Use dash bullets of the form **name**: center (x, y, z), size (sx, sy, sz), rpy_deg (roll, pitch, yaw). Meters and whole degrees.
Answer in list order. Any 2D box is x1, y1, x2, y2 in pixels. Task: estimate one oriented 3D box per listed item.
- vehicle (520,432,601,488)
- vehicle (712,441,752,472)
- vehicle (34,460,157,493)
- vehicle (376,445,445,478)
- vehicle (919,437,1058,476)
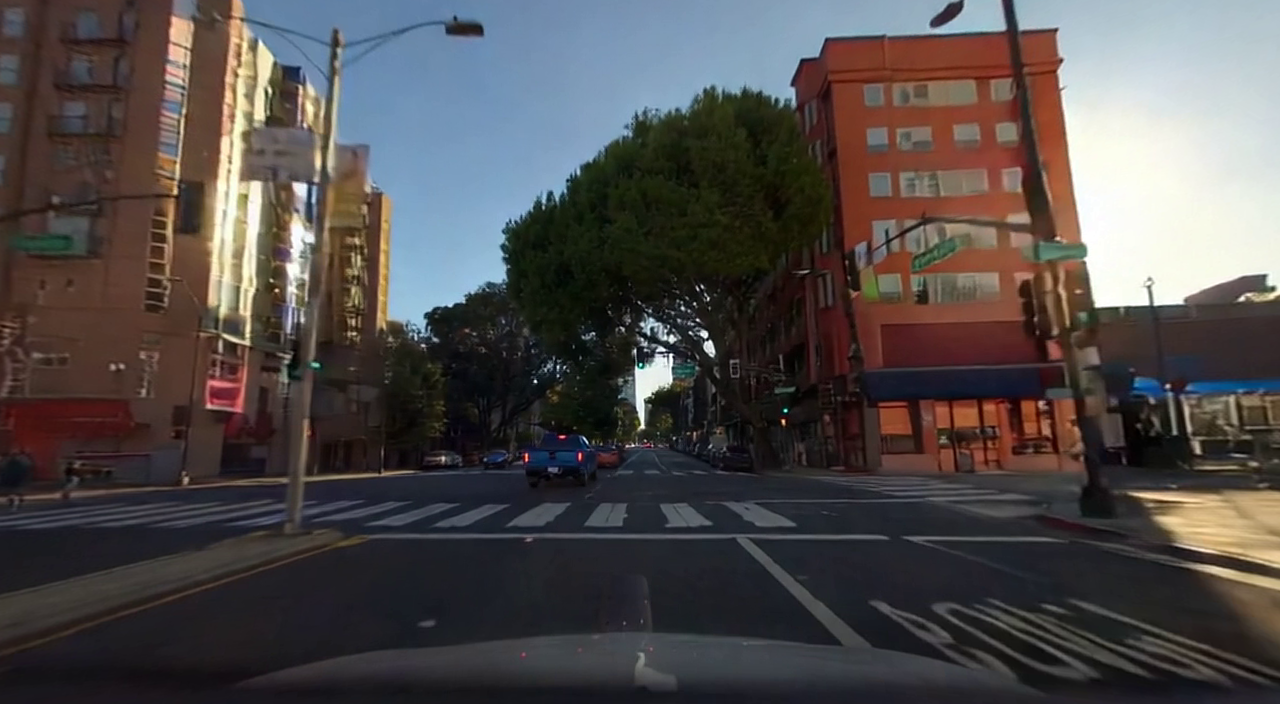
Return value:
- **vehicle**: center (-2.728, 3.900, 23.045), size (2.197, 1.786, 5.365), rpy_deg (0, -9, 1)
- **vehicle**: center (5.966, 6.839, 41.442), size (2.001, 1.861, 4.536), rpy_deg (0, -9, 1)
- **vehicle**: center (-24.469, 5.598, 28.424), size (3.897, 1.388, 1.671), rpy_deg (0, -9, -1)
- **vehicle**: center (-16.110, 7.674, 44.659), size (2.339, 1.962, 6.260), rpy_deg (-3, -8, 2)
- **vehicle**: center (13.980, 4.198, 25.497), size (4.447, 1.484, 1.928), rpy_deg (-1, -9, 2)
